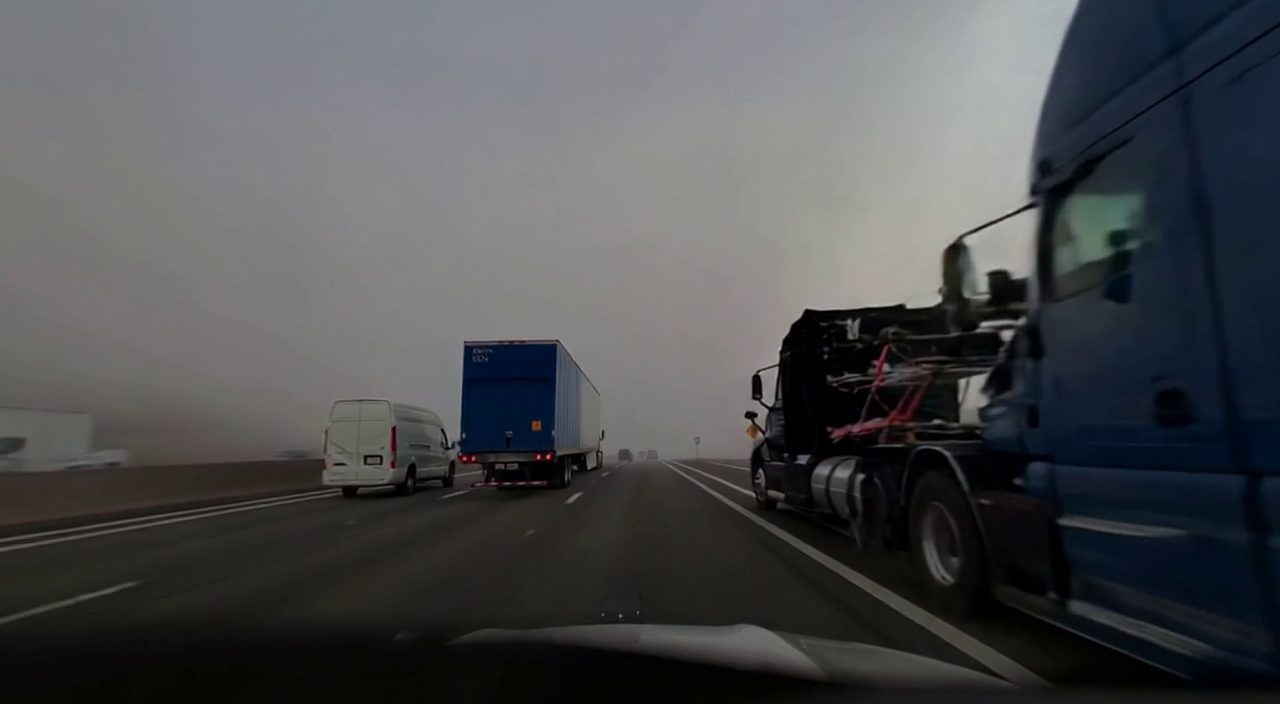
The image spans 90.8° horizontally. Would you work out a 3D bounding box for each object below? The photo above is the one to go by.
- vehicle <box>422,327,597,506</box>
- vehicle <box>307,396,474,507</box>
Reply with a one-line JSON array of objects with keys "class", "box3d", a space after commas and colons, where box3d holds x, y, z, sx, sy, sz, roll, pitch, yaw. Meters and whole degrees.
[{"class": "vehicle", "box3d": [-3.547, 2.721, 22.729, 2.939, 4.132, 16.303, 0, -9, 0]}, {"class": "vehicle", "box3d": [-6.833, 2.846, 18.342, 2.385, 2.672, 6.049, 0, -8, 0]}]
